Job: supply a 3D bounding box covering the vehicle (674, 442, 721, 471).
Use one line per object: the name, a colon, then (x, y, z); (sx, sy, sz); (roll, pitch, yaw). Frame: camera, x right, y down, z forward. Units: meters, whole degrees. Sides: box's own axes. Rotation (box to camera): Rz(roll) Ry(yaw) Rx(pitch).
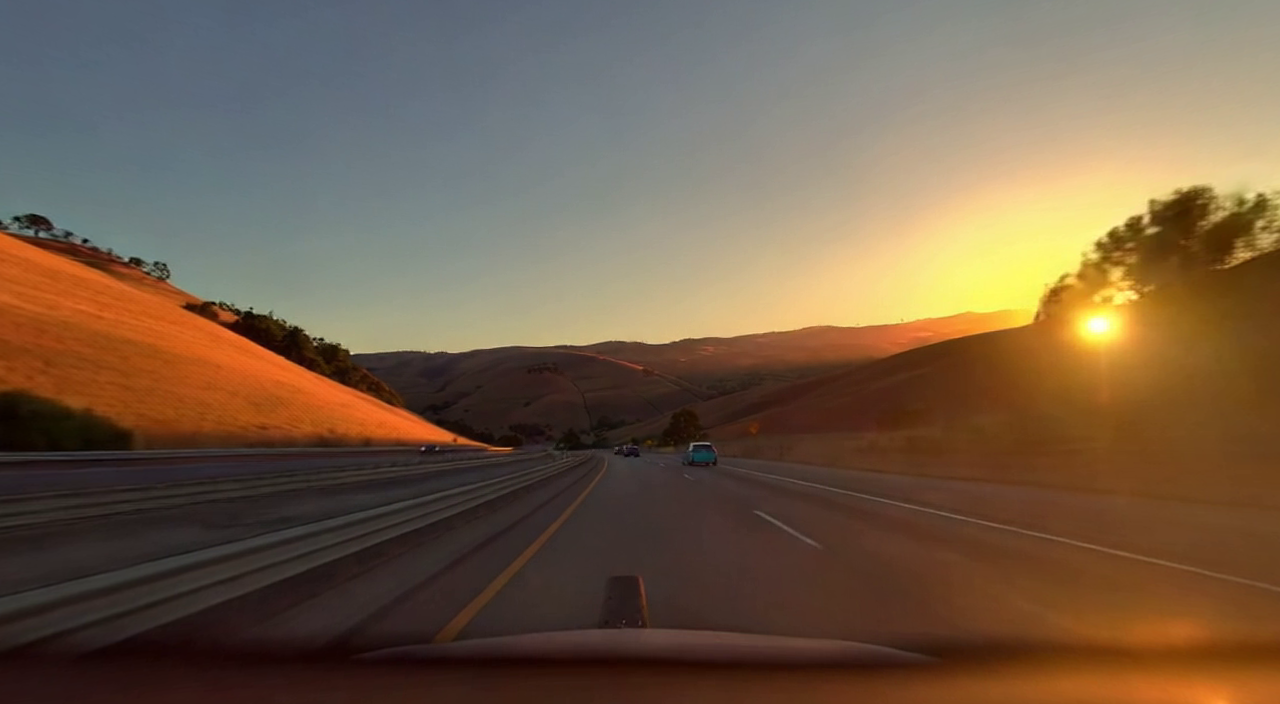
vehicle: (3.167, 5.890, 35.694); (1.960, 1.516, 4.657); (0, -8, -3)
